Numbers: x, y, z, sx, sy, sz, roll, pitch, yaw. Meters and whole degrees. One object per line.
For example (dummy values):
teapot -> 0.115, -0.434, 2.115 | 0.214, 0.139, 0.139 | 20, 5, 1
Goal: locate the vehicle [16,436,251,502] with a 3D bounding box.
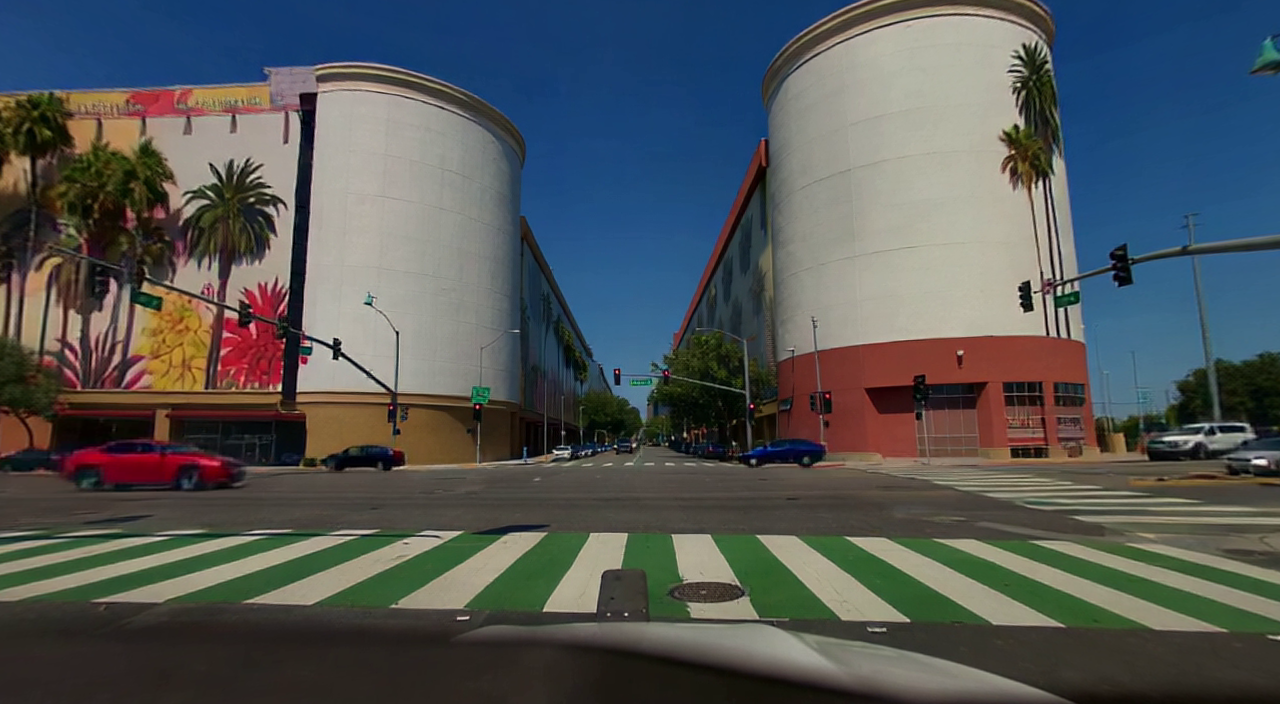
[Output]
vehicle -> -13.822, 3.192, 17.398 | 4.875, 1.669, 1.953 | -1, -8, 3

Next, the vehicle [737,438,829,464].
vehicle -> 8.285, 5.753, 36.763 | 4.893, 1.458, 1.791 | 0, -8, 0

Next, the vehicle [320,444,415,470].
vehicle -> -16.063, 6.216, 37.362 | 4.784, 1.465, 1.798 | 0, -8, 0

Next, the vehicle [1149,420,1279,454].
vehicle -> 33.447, 4.983, 36.787 | 5.477, 1.880, 2.125 | 0, -8, 1
